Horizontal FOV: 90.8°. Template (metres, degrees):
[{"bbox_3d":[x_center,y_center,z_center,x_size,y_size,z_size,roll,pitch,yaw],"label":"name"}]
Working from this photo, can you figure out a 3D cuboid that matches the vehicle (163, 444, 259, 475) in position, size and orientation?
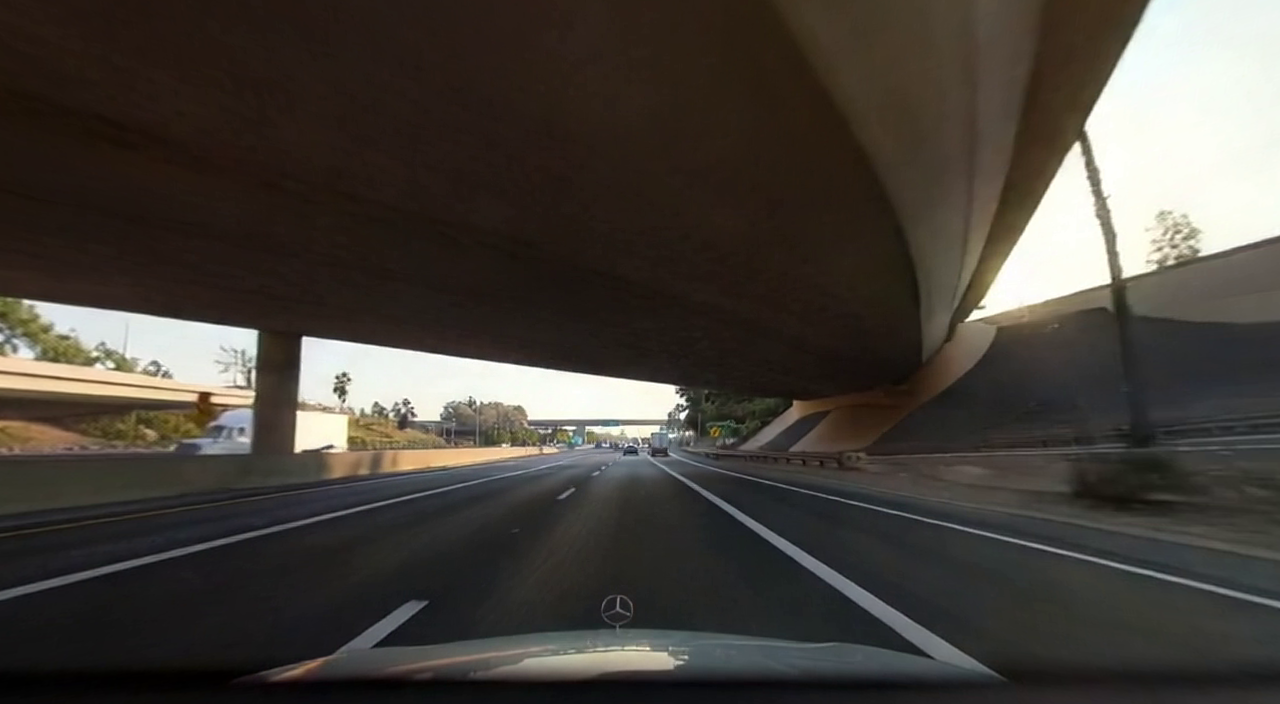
[{"bbox_3d":[-24.770,6.197,36.739,1.935,1.653,5.201,0,-8,0],"label":"vehicle"}]
